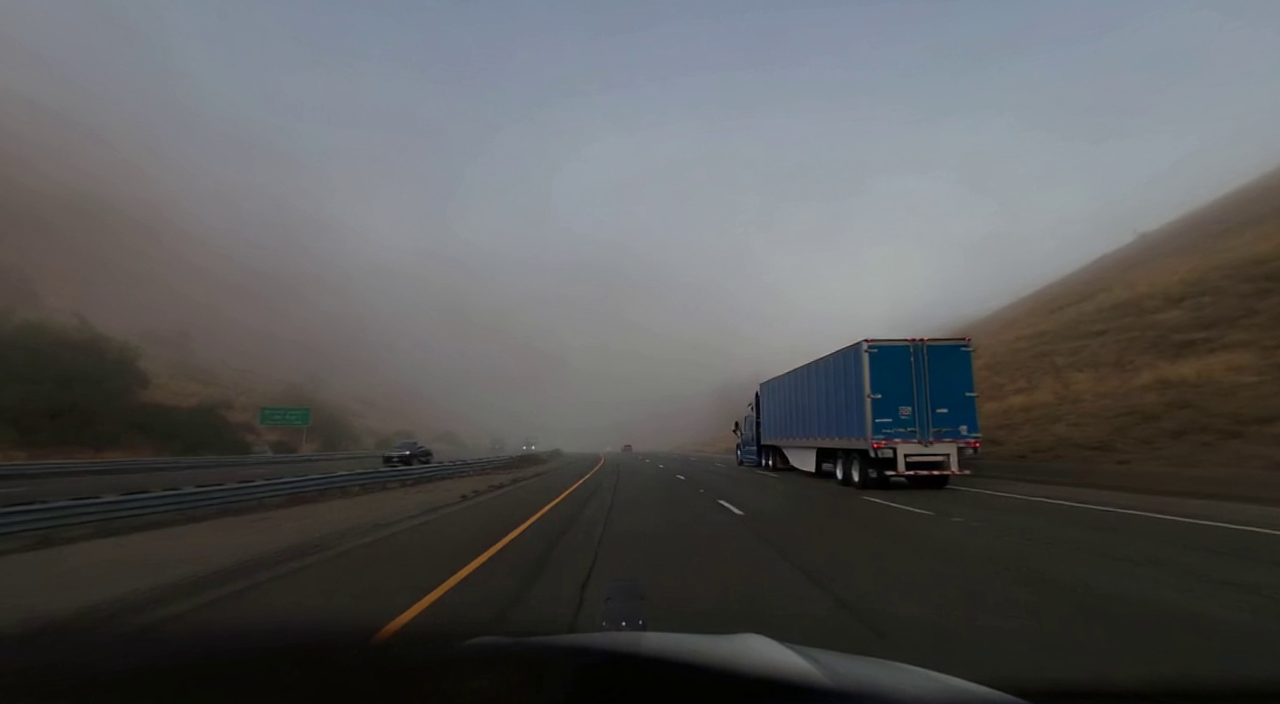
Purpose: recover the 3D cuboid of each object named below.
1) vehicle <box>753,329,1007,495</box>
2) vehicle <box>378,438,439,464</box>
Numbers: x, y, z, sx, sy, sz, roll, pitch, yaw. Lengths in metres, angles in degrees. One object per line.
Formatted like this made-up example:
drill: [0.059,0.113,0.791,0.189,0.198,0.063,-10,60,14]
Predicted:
vehicle: [7.482,2.665,24.065,2.923,4.182,16.345,0,-8,-1]
vehicle: [-14.692,6.324,40.374,2.060,1.518,5.101,0,-8,-1]
